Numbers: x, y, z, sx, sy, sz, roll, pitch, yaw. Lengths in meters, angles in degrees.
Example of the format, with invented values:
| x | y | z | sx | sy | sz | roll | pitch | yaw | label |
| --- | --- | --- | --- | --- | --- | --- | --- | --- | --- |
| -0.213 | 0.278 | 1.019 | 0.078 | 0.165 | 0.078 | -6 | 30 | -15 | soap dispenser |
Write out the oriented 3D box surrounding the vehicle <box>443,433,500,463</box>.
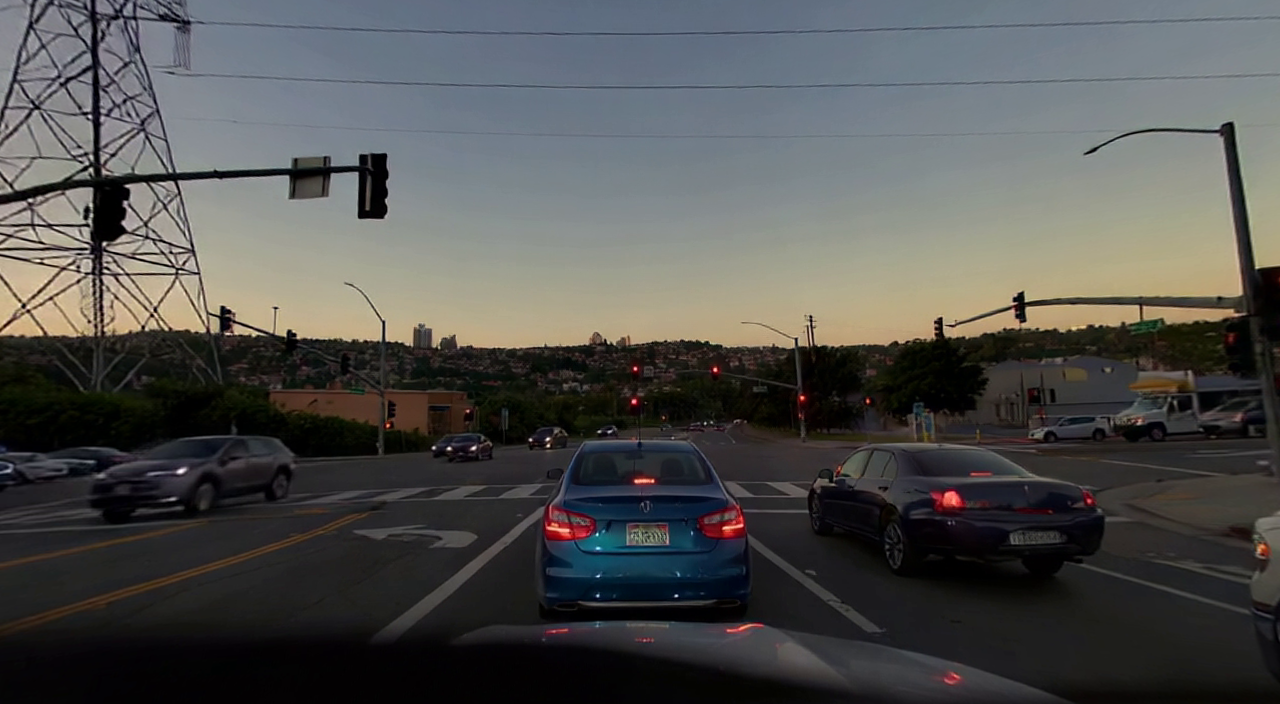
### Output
| x | y | z | sx | sy | sz | roll | pitch | yaw | label |
| --- | --- | --- | --- | --- | --- | --- | --- | --- | --- |
| -9.306 | 5.358 | 35.168 | 1.910 | 1.537 | 4.123 | -1 | -8 | 3 | vehicle |

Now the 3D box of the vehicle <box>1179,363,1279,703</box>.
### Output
| x | y | z | sx | sy | sz | roll | pitch | yaw | label |
| --- | --- | --- | --- | --- | --- | --- | --- | --- | --- |
| 3.409 | 0.587 | 0.625 | 1.926 | 1.614 | 4.330 | 0 | -8 | 1 | vehicle |

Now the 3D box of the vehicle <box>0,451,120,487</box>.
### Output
| x | y | z | sx | sy | sz | roll | pitch | yaw | label |
| --- | --- | --- | --- | --- | --- | --- | --- | --- | --- |
| -25.908 | 5.113 | 27.765 | 4.263 | 1.464 | 1.895 | 0 | -8 | -1 | vehicle |

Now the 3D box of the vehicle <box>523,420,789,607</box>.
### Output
| x | y | z | sx | sy | sz | roll | pitch | yaw | label |
| --- | --- | --- | --- | --- | --- | --- | --- | --- | --- |
| 0.115 | 1.595 | 7.127 | 2.117 | 1.474 | 4.036 | 0 | -8 | 0 | vehicle |

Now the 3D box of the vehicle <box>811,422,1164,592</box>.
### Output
| x | y | z | sx | sy | sz | roll | pitch | yaw | label |
| --- | --- | --- | --- | --- | --- | --- | --- | --- | --- |
| 3.656 | 1.682 | 7.720 | 1.835 | 1.473 | 4.190 | 0 | -8 | -2 | vehicle |

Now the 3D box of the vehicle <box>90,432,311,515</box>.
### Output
| x | y | z | sx | sy | sz | roll | pitch | yaw | label |
| --- | --- | --- | --- | --- | --- | --- | --- | --- | --- |
| -9.782 | 2.714 | 14.582 | 1.910 | 1.597 | 4.334 | 0 | -8 | 1 | vehicle |
